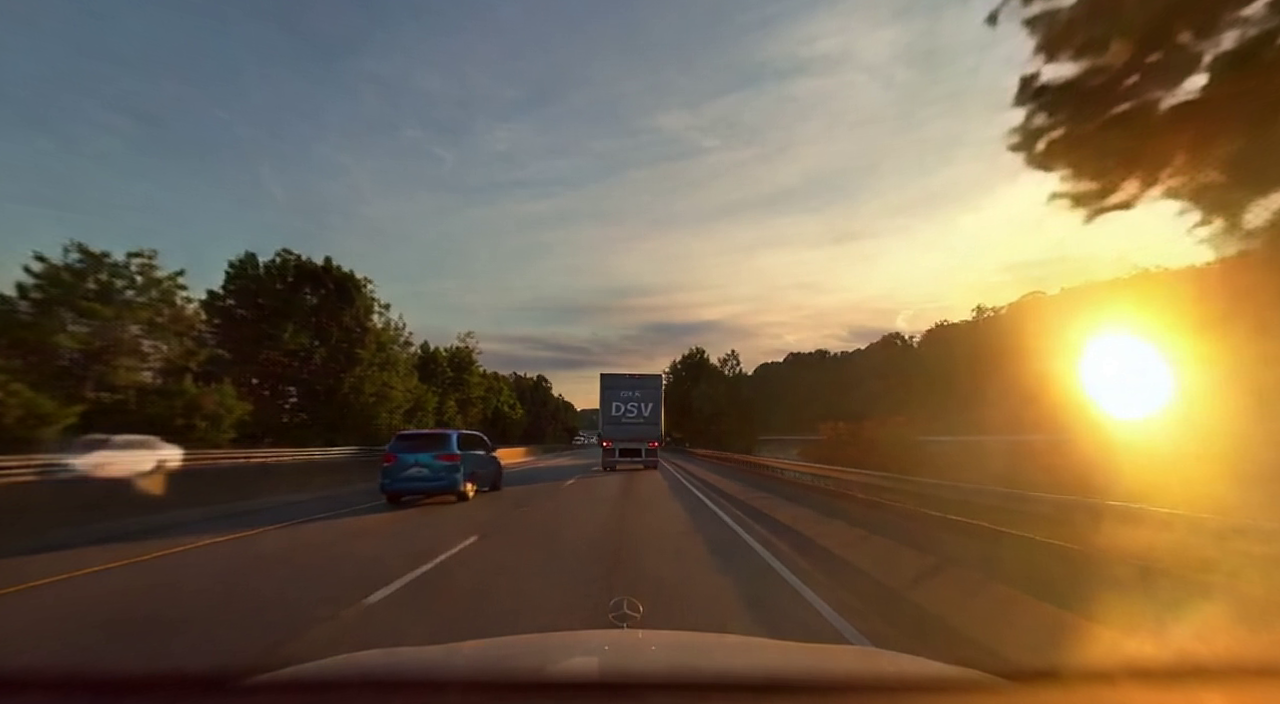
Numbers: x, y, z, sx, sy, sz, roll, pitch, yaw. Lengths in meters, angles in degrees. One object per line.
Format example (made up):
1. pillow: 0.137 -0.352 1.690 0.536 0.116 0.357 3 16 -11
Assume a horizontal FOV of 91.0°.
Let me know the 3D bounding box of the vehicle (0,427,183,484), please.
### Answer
1. vehicle: -16.581 3.100 19.123 1.902 1.502 4.621 0 -8 -1

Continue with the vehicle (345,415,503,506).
1. vehicle: -4.785 2.486 14.807 2.086 1.778 4.544 0 -8 0

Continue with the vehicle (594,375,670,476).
1. vehicle: -0.451 3.605 29.971 2.969 3.957 10.270 0 -8 -1
